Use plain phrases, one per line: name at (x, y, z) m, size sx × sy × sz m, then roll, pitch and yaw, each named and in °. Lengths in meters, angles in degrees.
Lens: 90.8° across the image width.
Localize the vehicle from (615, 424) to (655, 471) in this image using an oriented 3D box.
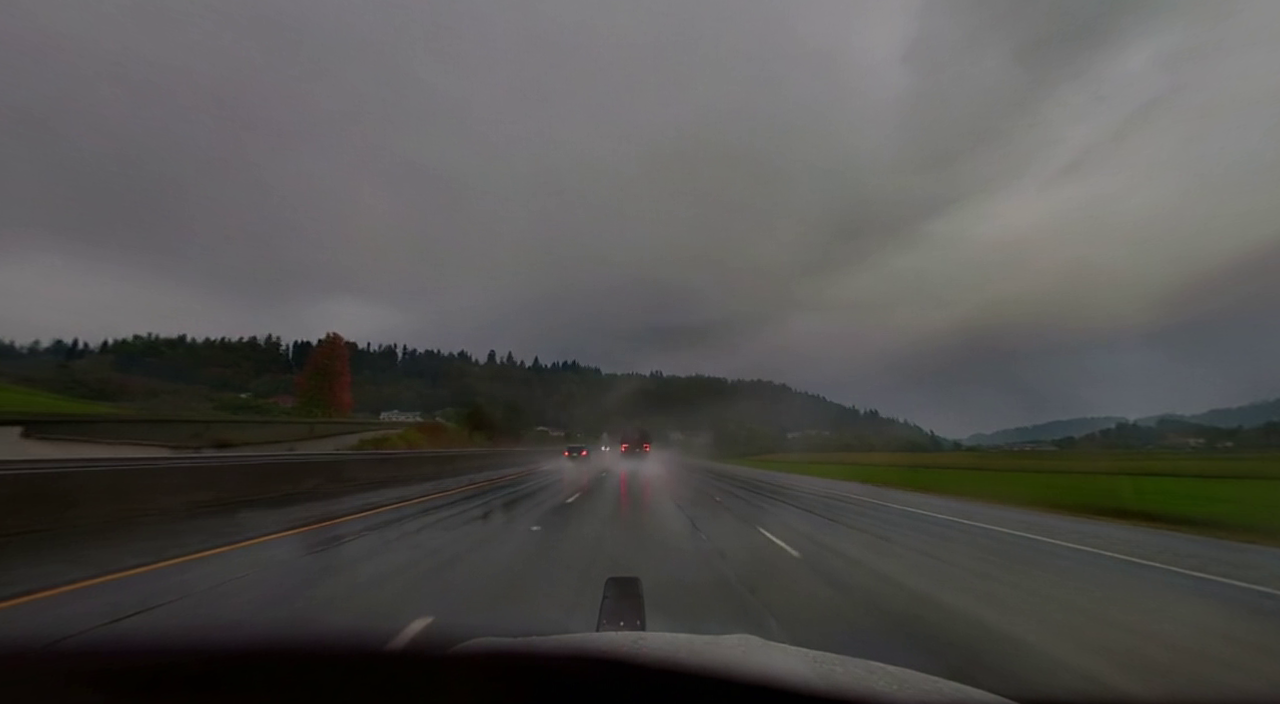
vehicle at (-0.441, 6.855, 45.323) m, size 2.672 × 3.056 × 6.900 m, roll 0°, pitch -9°, yaw -2°
